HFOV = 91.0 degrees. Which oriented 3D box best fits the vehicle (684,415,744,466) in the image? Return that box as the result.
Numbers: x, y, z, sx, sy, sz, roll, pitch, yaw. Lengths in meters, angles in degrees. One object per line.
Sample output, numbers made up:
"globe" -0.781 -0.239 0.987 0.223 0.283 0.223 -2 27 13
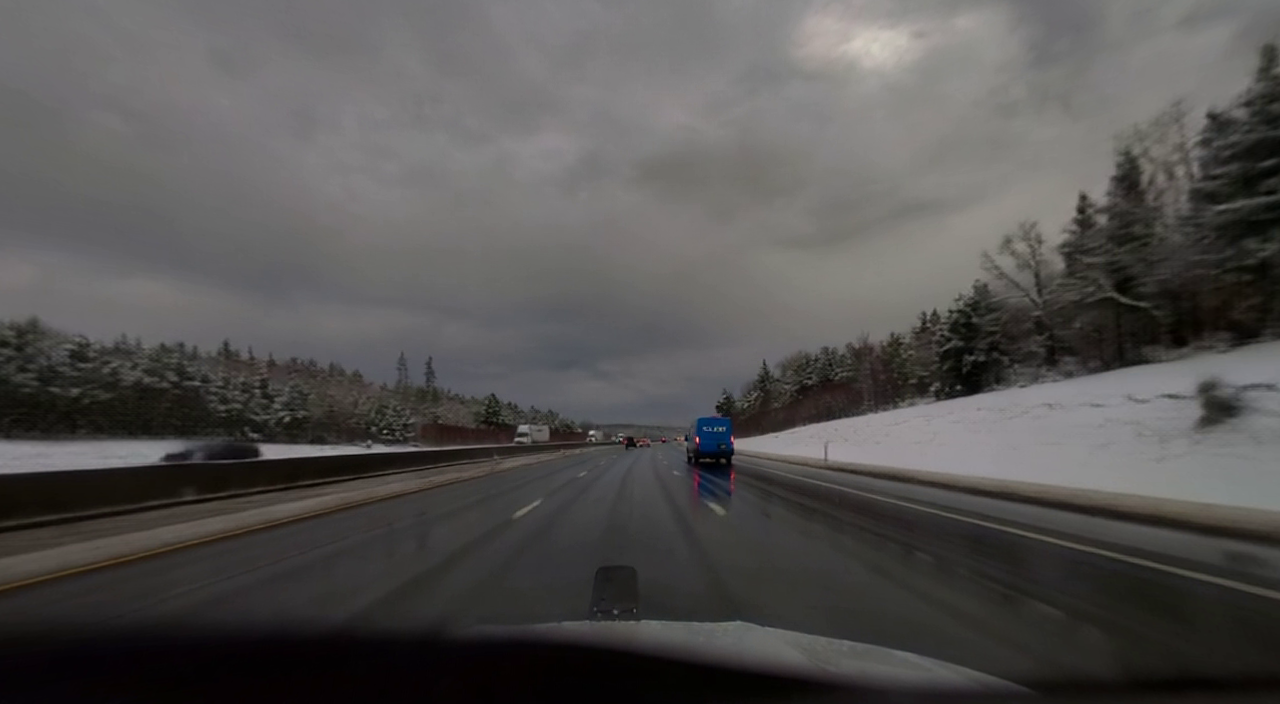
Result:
"vehicle" 3.933 4.889 34.736 2.485 2.562 5.535 0 -8 -2
